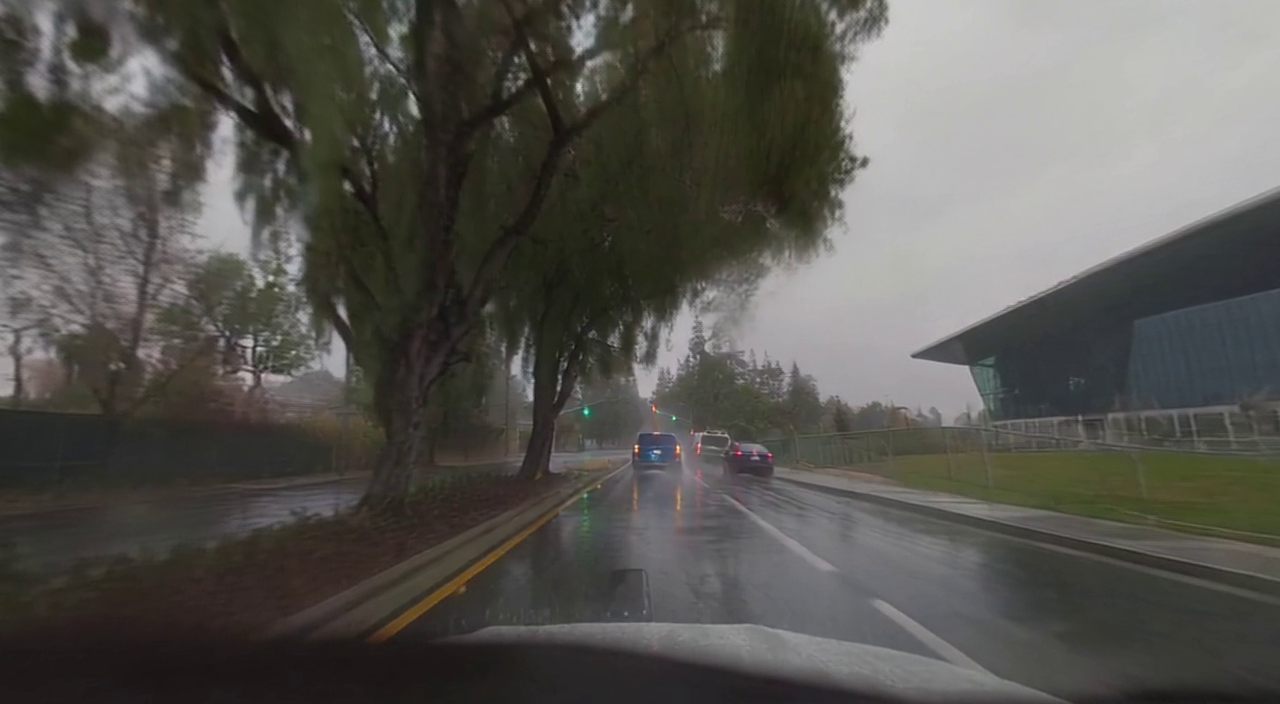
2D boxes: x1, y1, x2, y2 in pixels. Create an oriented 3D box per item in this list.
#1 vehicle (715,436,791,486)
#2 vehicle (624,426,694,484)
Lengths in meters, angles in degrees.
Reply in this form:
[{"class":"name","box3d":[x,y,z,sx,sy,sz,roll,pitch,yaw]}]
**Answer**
[{"class":"vehicle","box3d":[4.272,4.205,24.657,2.138,1.699,4.852,-1,-9,1]},{"class":"vehicle","box3d":[0.733,3.855,23.761,2.386,1.947,4.168,-1,-9,2]}]
